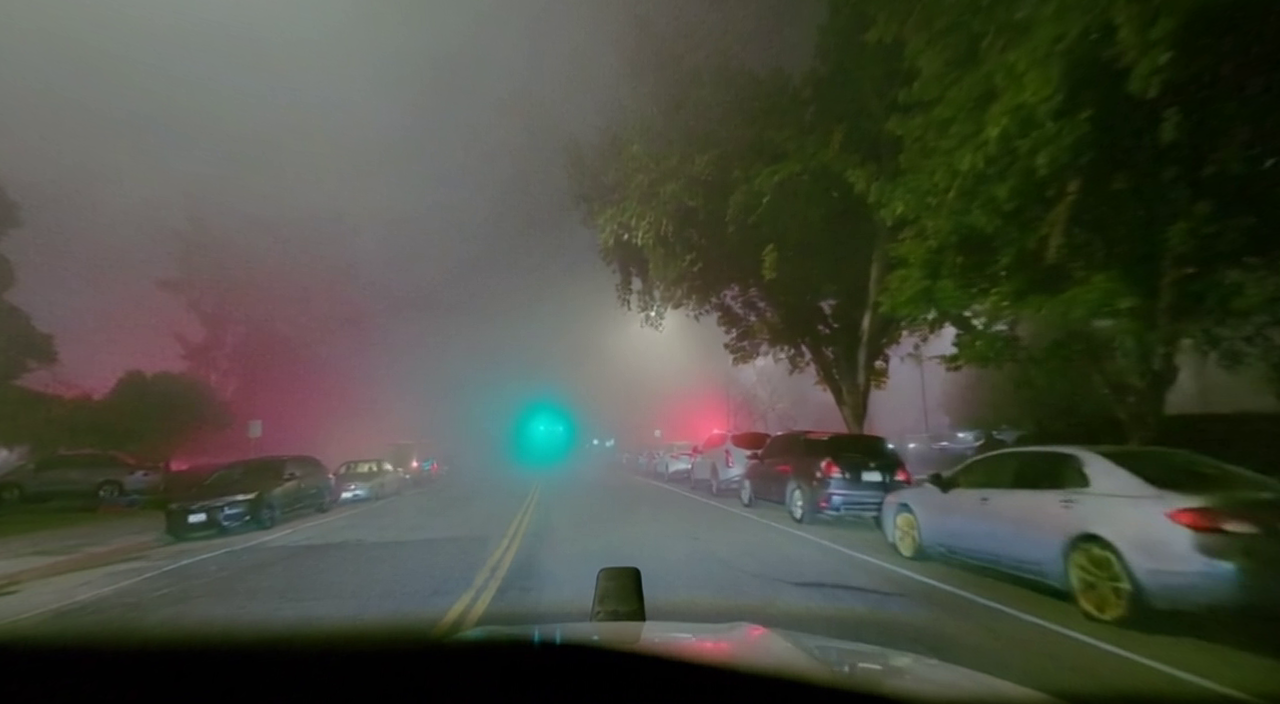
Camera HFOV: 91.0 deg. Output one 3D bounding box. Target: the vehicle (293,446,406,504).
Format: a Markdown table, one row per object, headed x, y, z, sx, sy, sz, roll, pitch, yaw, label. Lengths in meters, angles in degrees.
| x | y | z | sx | sy | sz | roll | pitch | yaw | label |
| --- | --- | --- | --- | --- | --- | --- | --- | --- | --- |
| -9.533 | 4.024 | 21.156 | 2.055 | 1.663 | 4.889 | 1 | -9 | -8 | vehicle |

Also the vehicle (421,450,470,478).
| x | y | z | sx | sy | sz | roll | pitch | yaw | label |
| --- | --- | --- | --- | --- | --- | --- | --- | --- | --- |
| -11.791 | 6.799 | 38.515 | 2.057 | 1.486 | 4.759 | 0 | -9 | -7 | vehicle |

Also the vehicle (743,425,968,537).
| x | y | z | sx | sy | sz | roll | pitch | yaw | label |
| --- | --- | --- | --- | --- | --- | --- | --- | --- | --- |
| 3.370 | 2.116 | 10.953 | 1.954 | 1.507 | 4.356 | 0 | -9 | -7 | vehicle |

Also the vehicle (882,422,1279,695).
| x | y | z | sx | sy | sz | roll | pitch | yaw | label |
| --- | --- | --- | --- | --- | --- | --- | --- | --- | --- |
| 4.051 | 1.352 | 5.239 | 1.974 | 1.385 | 4.315 | 0 | -9 | -6 | vehicle |

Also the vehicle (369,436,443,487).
| x | y | z | sx | sy | sz | roll | pitch | yaw | label |
| --- | --- | --- | --- | --- | --- | --- | --- | --- | --- |
| -10.852 | 5.095 | 29.696 | 2.146 | 2.167 | 5.339 | 1 | -9 | -8 | vehicle |

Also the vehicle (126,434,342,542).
| x | y | z | sx | sy | sz | roll | pitch | yaw | label |
| --- | --- | --- | --- | --- | --- | --- | --- | --- | --- |
| -8.619 | 2.907 | 14.119 | 2.072 | 1.840 | 5.197 | -1 | -9 | -9 | vehicle |
